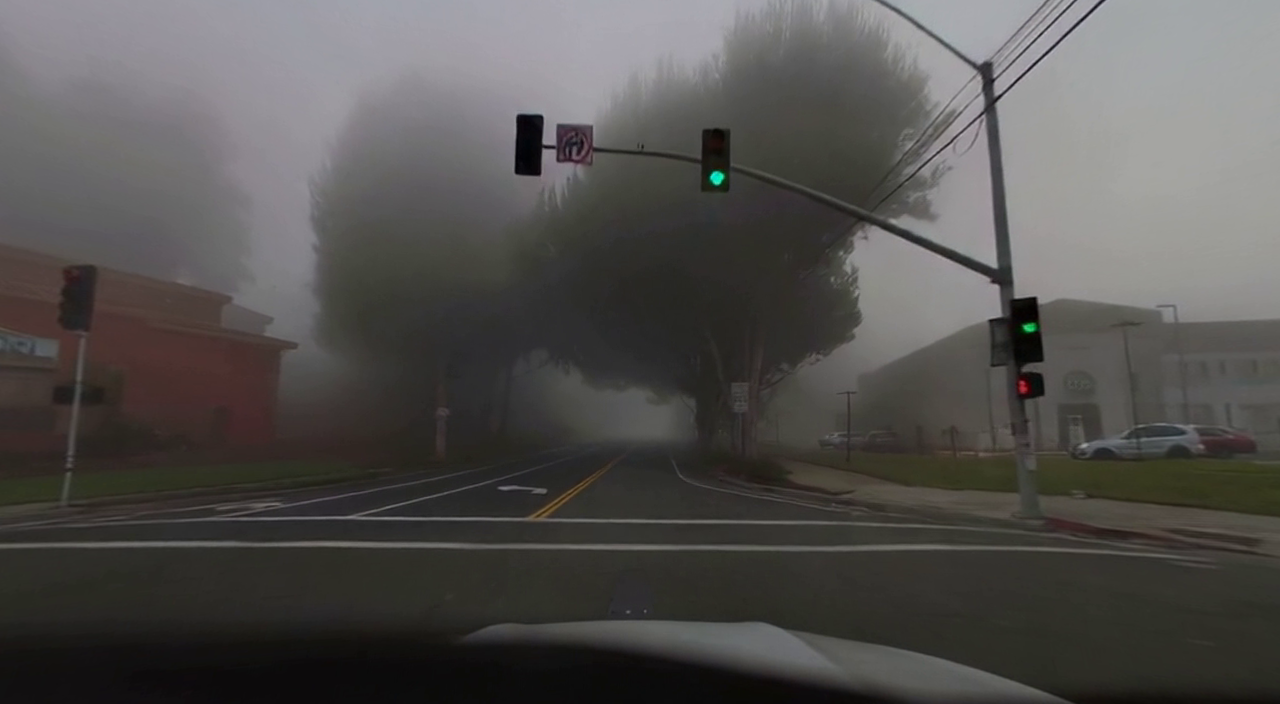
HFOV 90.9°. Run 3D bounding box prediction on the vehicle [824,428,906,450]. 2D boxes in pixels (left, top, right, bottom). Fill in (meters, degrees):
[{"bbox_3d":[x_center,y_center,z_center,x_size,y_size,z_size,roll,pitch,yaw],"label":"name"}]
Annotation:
[{"bbox_3d":[14.832,5.764,41.749,4.693,1.437,1.799,0,-8,3],"label":"vehicle"}]
